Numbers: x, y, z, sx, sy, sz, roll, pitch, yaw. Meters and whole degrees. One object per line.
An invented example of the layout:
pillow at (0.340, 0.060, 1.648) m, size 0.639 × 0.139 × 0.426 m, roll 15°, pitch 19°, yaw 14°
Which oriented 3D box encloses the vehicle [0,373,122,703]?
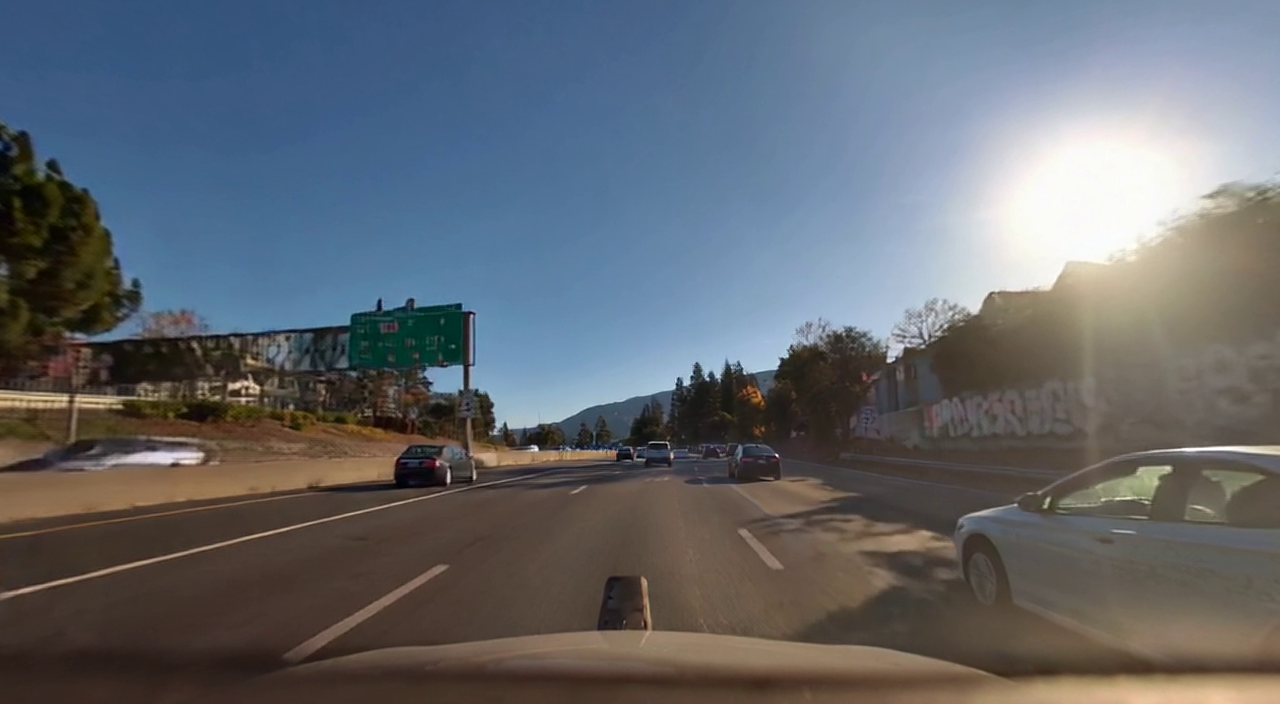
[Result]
vehicle at (-3.575, 0.638, 0.813) m, size 2.136 × 1.571 × 4.285 m, roll 0°, pitch -8°, yaw 0°

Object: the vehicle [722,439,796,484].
vehicle at (4.100, 3.843, 22.385) m, size 1.854 × 1.438 × 3.954 m, roll 0°, pitch -8°, yaw 0°

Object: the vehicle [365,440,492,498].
vehicle at (-6.088, 3.390, 18.820) m, size 2.050 × 1.507 × 4.375 m, roll 0°, pitch -8°, yaw 3°

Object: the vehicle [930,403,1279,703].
vehicle at (3.730, 1.146, 3.859) m, size 1.912 × 1.509 × 4.291 m, roll 0°, pitch -8°, yaw 1°

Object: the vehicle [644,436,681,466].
vehicle at (1.393, 6.193, 39.683) m, size 2.183 × 1.764 × 4.134 m, roll 0°, pitch -8°, yaw 2°
